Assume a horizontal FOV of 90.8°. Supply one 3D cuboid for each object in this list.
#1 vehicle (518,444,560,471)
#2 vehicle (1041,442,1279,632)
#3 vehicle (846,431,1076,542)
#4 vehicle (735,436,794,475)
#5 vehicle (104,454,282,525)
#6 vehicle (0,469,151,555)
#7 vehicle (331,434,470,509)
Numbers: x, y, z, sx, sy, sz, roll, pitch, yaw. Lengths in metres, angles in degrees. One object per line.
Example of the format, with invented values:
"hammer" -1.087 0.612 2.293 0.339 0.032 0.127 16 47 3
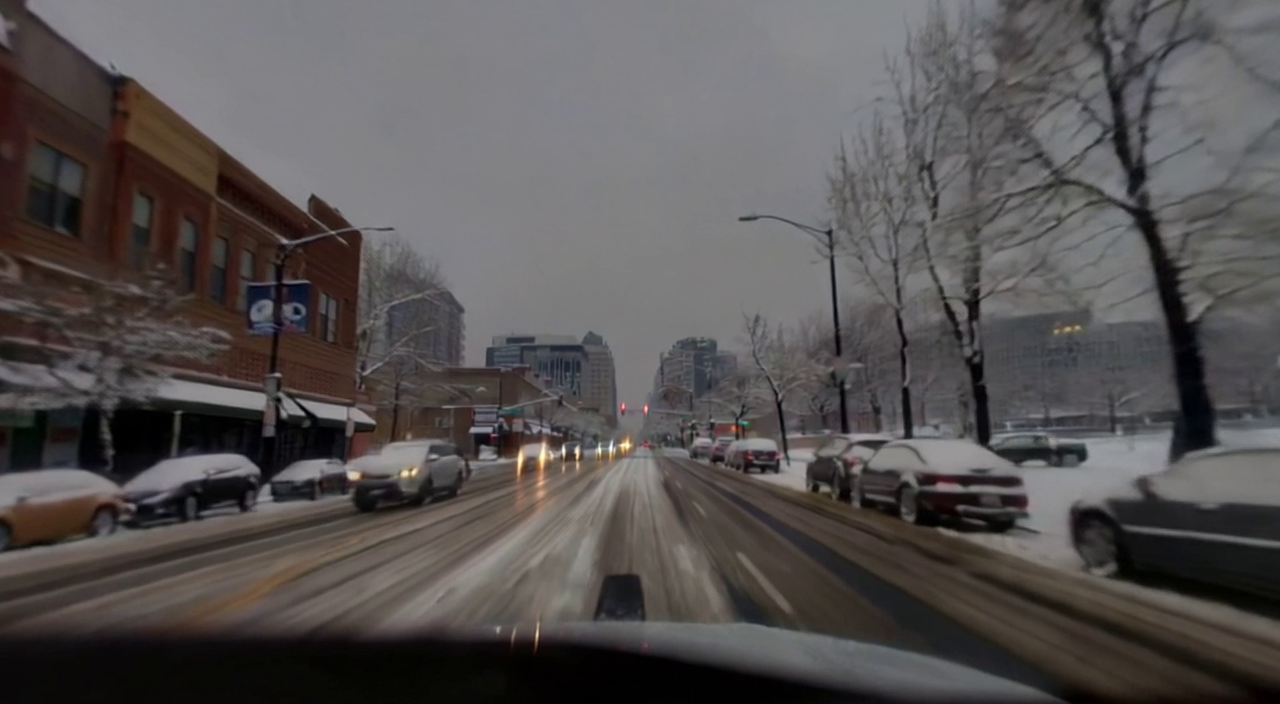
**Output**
"vehicle" -6.232 6.566 39.502 1.898 1.532 4.337 -1 -9 0
"vehicle" 5.844 1.500 5.376 1.787 1.463 4.506 0 -9 -2
"vehicle" 5.564 2.358 11.773 1.899 1.642 4.463 0 -9 0
"vehicle" 6.036 5.078 31.142 2.047 1.720 4.353 0 -9 0
"vehicle" -12.009 3.660 17.395 1.834 1.643 4.110 -1 -9 1
"vehicle" -12.501 3.162 12.602 1.868 1.418 4.415 -2 -9 1
"vehicle" -6.362 3.210 17.467 2.095 1.759 4.413 -1 -9 0
